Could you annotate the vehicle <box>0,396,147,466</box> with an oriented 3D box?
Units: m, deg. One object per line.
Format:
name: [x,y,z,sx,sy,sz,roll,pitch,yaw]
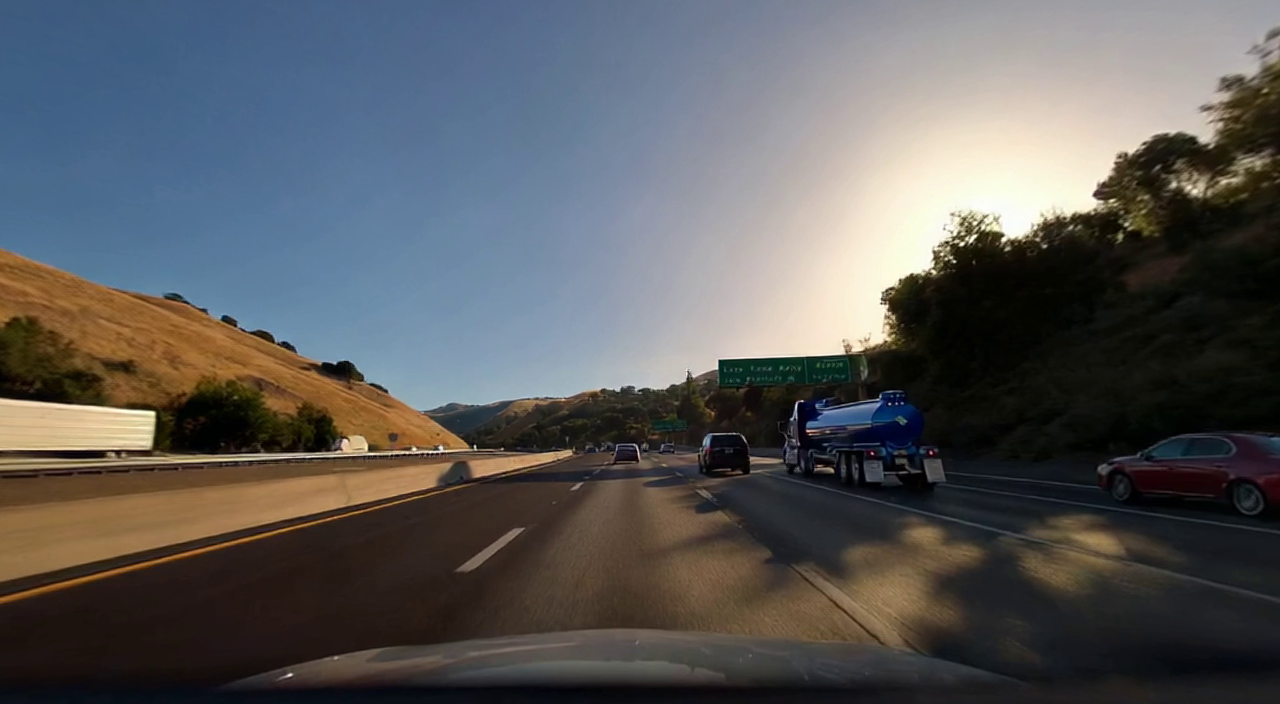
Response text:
vehicle: [-39.065,5.077,39.961,2.874,4.080,16.500,0,-9,-1]

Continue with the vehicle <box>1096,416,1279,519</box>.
vehicle: [11.199,2.073,11.654,2.008,1.624,4.667,0,-9,-1]

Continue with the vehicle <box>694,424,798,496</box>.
vehicle: [2.898,3.096,18.433,2.098,1.794,4.561,0,-9,-2]

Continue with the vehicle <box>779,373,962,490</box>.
vehicle: [7.479,2.933,22.526,2.805,3.212,9.978,0,-9,0]

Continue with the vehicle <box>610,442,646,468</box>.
vehicle: [-0.724,6.217,38.189,2.083,1.477,3.965,0,-9,-1]
